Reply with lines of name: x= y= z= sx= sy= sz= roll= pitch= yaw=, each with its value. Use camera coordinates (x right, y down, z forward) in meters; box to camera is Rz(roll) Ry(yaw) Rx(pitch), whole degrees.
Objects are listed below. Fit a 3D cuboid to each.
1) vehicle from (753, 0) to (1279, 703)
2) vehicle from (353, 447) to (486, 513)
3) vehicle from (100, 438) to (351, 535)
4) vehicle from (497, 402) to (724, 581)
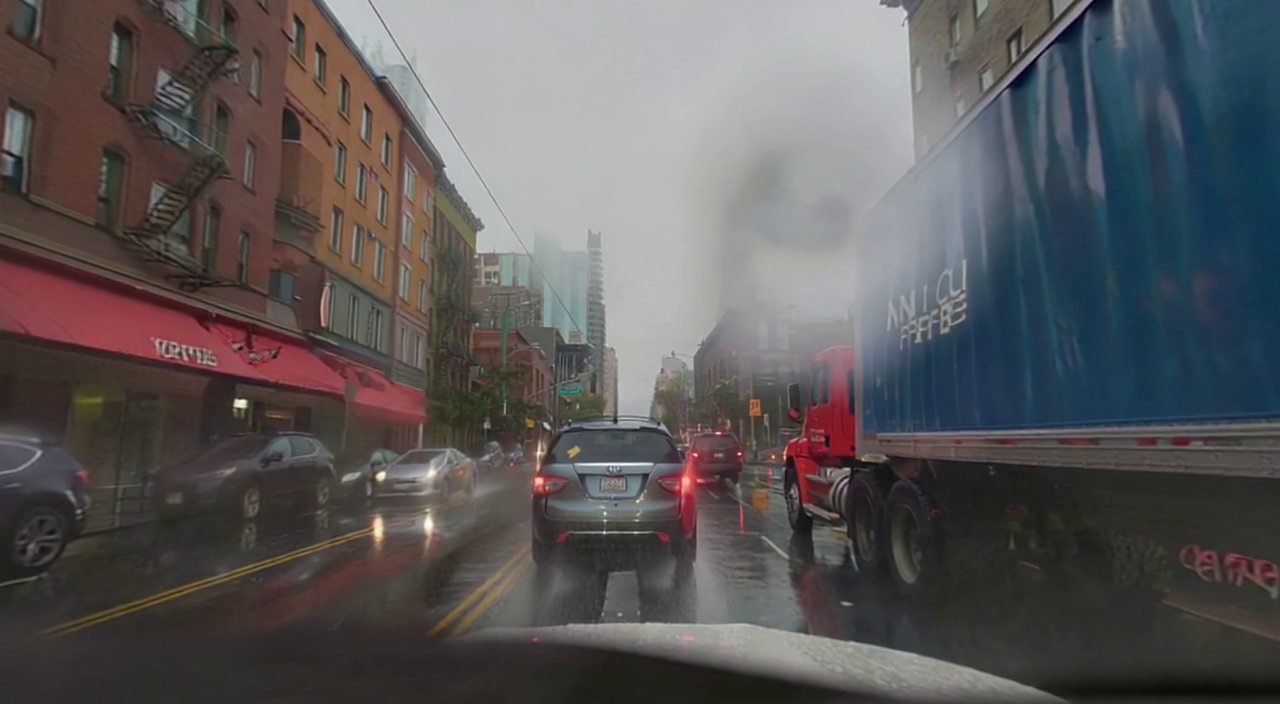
vehicle: x=2.913 y=-0.010 z=2.891 sx=2.913 sy=3.771 sz=9.716 roll=0 pitch=-8 yaw=0
vehicle: x=-5.700 y=3.319 z=17.005 sx=1.997 sy=1.467 sz=4.373 roll=-1 pitch=-8 yaw=0
vehicle: x=-8.846 y=2.863 z=14.282 sx=2.065 sy=1.758 sz=5.144 roll=-1 pitch=-8 yaw=2
vehicle: x=-0.279 y=1.743 z=8.710 sx=2.283 sy=1.783 sz=4.548 roll=0 pitch=-8 yaw=1
